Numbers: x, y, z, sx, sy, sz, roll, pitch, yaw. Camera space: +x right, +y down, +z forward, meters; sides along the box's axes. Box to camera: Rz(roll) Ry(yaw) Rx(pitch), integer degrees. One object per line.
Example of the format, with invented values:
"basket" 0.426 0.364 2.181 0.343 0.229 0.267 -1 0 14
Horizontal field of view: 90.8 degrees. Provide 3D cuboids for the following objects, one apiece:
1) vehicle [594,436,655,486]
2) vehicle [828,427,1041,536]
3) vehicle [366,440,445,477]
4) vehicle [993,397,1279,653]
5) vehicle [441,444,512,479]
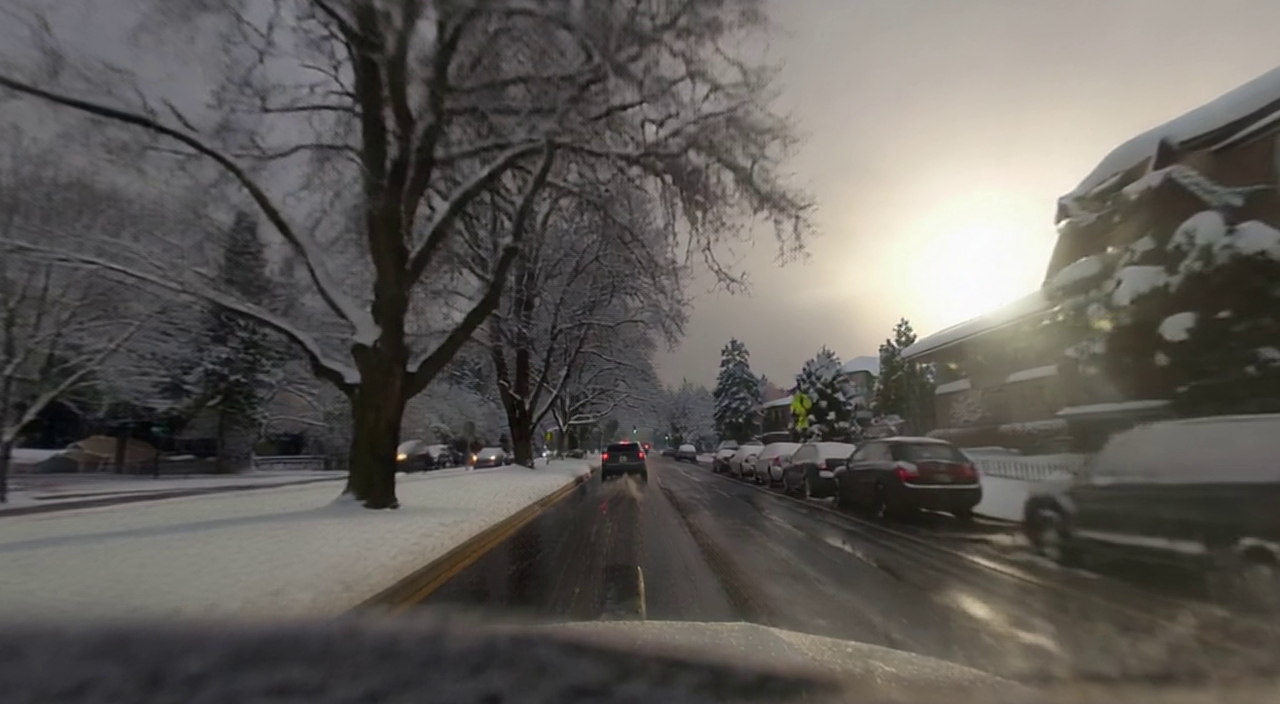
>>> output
"vehicle" -0.547 4.035 23.667 2.070 1.698 3.925 0 -8 -1
"vehicle" 5.601 2.498 12.840 2.053 1.799 4.446 0 -8 -1
"vehicle" -12.001 5.477 32.777 2.020 1.754 5.185 0 -8 1
"vehicle" 5.614 1.433 5.831 2.026 1.822 4.520 0 -8 0
"vehicle" -7.614 5.128 29.953 2.105 1.474 4.808 0 -8 0
